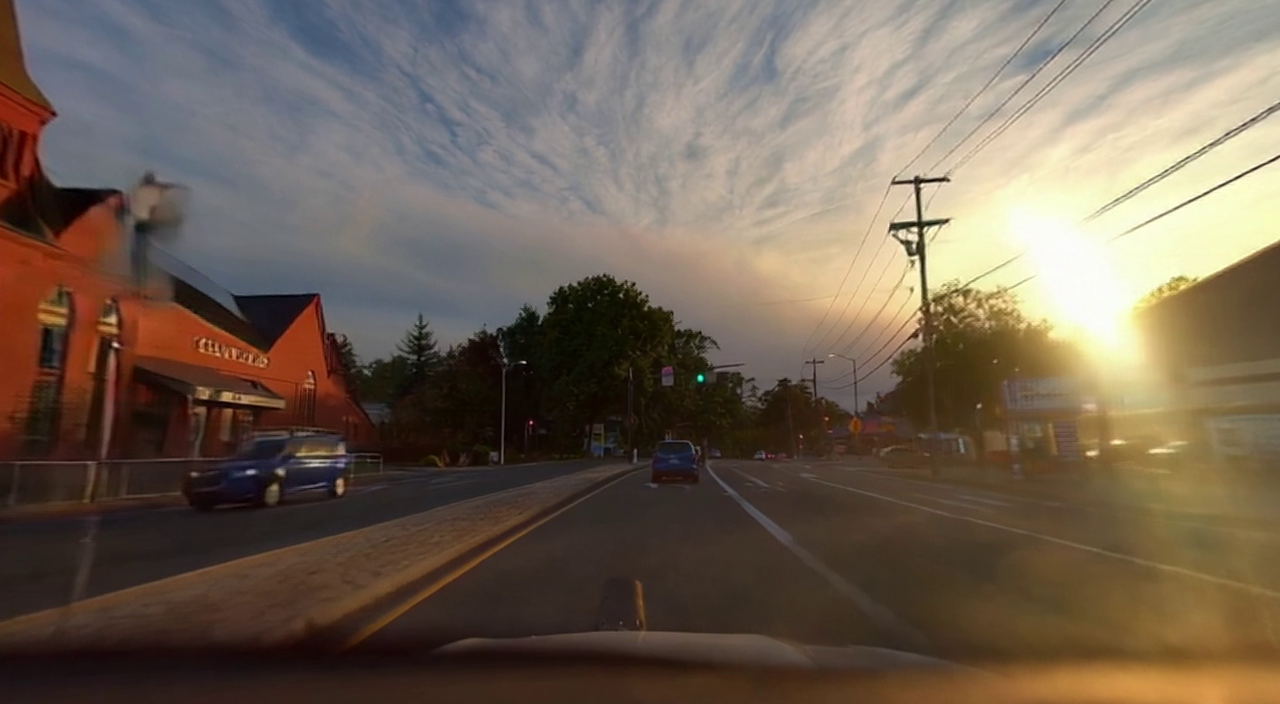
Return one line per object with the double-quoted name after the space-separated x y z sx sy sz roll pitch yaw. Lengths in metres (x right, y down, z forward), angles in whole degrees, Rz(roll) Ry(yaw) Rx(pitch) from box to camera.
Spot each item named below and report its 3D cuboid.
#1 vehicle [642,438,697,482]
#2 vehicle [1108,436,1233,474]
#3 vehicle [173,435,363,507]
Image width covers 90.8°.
1.250 4.373 25.725 2.032 1.621 4.082 -1 -9 4 "vehicle"
25.639 4.973 30.588 4.510 1.733 2.066 1 -9 -10 "vehicle"
-10.823 3.481 18.987 2.159 1.850 4.944 -2 -9 9 "vehicle"
